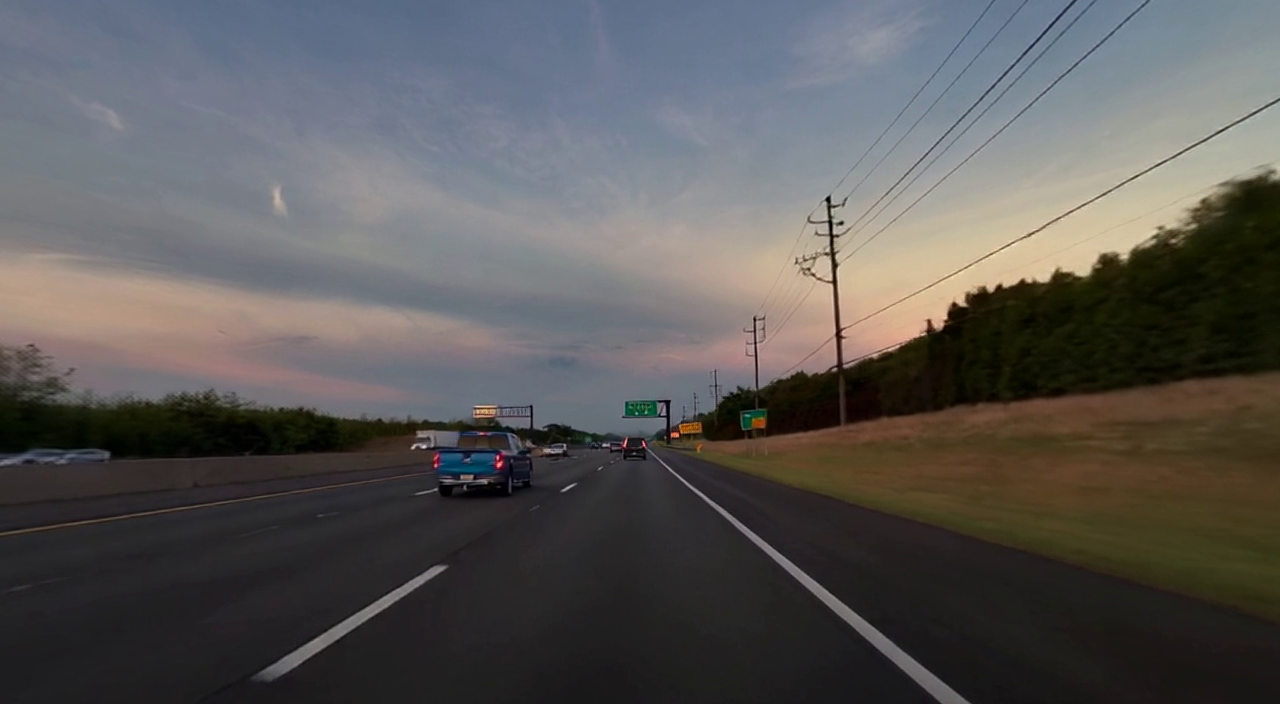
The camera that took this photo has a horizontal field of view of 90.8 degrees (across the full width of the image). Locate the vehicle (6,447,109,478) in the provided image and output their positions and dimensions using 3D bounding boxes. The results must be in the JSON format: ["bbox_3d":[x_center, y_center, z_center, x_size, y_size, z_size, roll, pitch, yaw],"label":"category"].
[{"bbox_3d":[-35.476,6.722,38.627,1.798,1.539,4.716,-4,-8,2],"label":"vehicle"}]

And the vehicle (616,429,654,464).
[{"bbox_3d":[-0.368,6.247,41.813,2.358,2.144,4.713,0,-8,-1],"label":"vehicle"}]

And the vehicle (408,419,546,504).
[{"bbox_3d":[-3.934,2.765,16.404,2.204,1.812,5.289,0,-8,0],"label":"vehicle"}]
